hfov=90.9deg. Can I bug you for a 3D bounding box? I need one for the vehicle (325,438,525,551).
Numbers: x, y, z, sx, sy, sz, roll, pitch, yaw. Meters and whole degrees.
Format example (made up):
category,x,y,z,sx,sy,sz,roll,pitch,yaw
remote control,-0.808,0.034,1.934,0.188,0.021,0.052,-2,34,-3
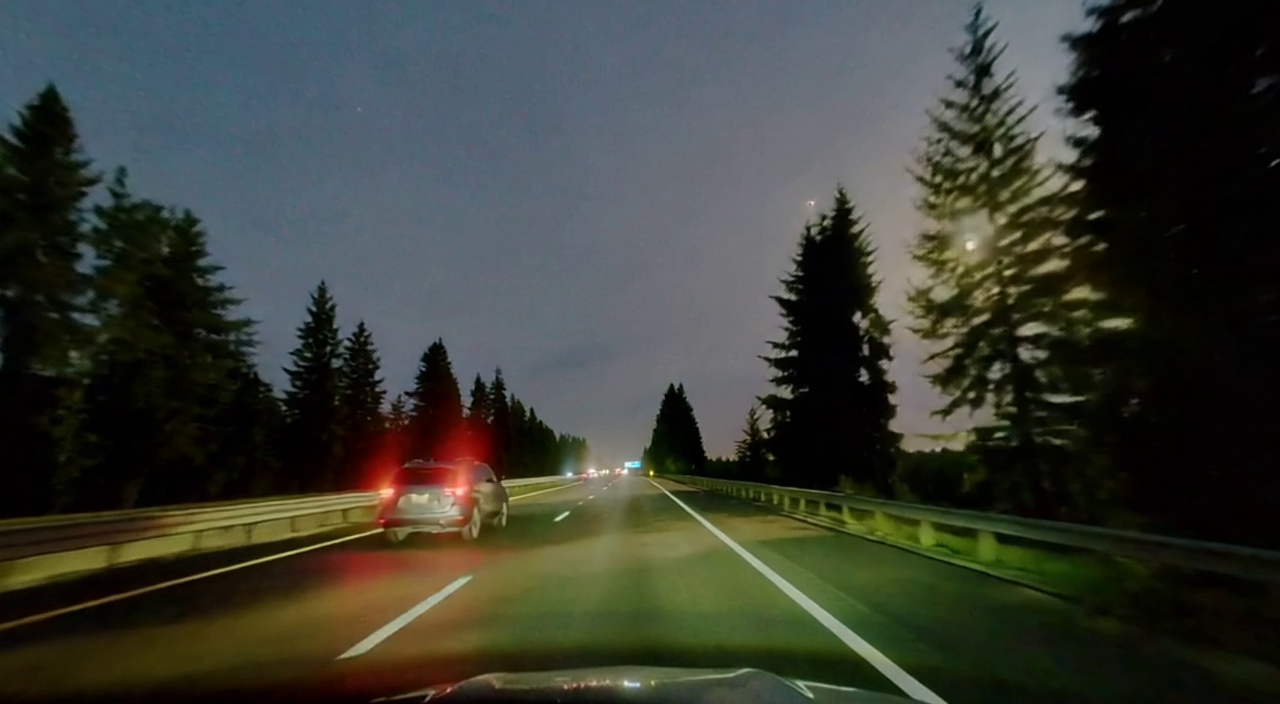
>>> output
category,x,y,z,sx,sy,sz,roll,pitch,yaw
vehicle,-3.689,2.601,11.922,2.107,1.668,4.554,1,-11,1
